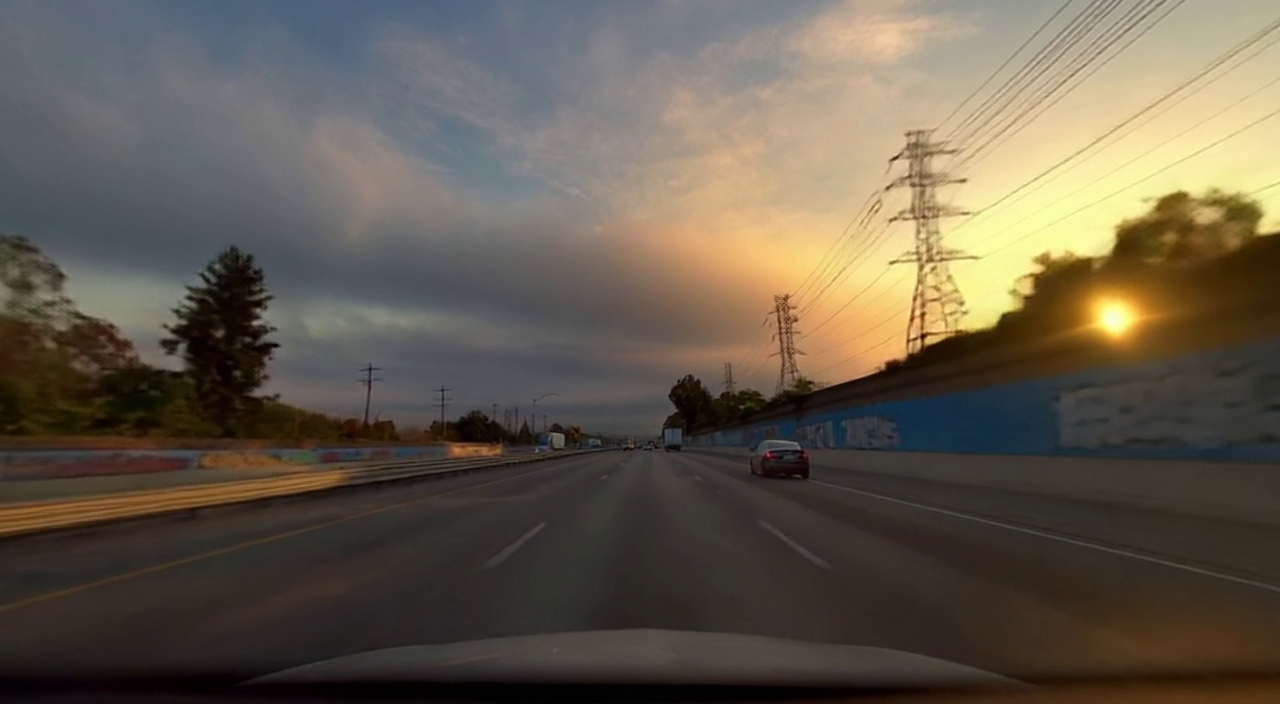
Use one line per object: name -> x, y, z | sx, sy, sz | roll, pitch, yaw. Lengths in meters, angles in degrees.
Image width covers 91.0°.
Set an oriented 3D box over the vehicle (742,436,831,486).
vehicle -> 4.796, 3.609, 21.147 | 1.991, 1.494, 3.951 | 0, -8, -1
